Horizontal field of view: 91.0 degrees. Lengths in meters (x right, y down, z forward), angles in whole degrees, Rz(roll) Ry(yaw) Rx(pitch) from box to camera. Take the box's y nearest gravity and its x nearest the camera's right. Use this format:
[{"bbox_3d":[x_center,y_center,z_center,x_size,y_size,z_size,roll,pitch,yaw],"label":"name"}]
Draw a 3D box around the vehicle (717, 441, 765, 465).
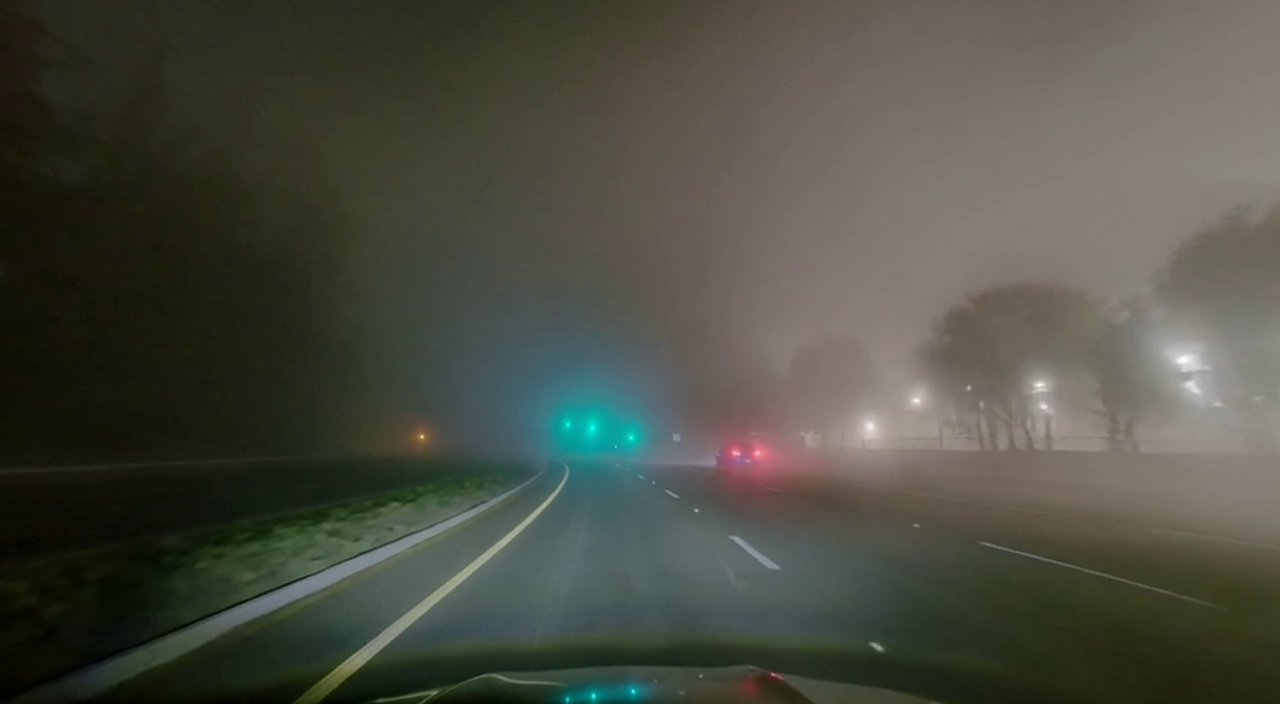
[{"bbox_3d":[6.533,6.601,41.259,1.908,1.483,4.474,1,-9,-8],"label":"vehicle"}]
